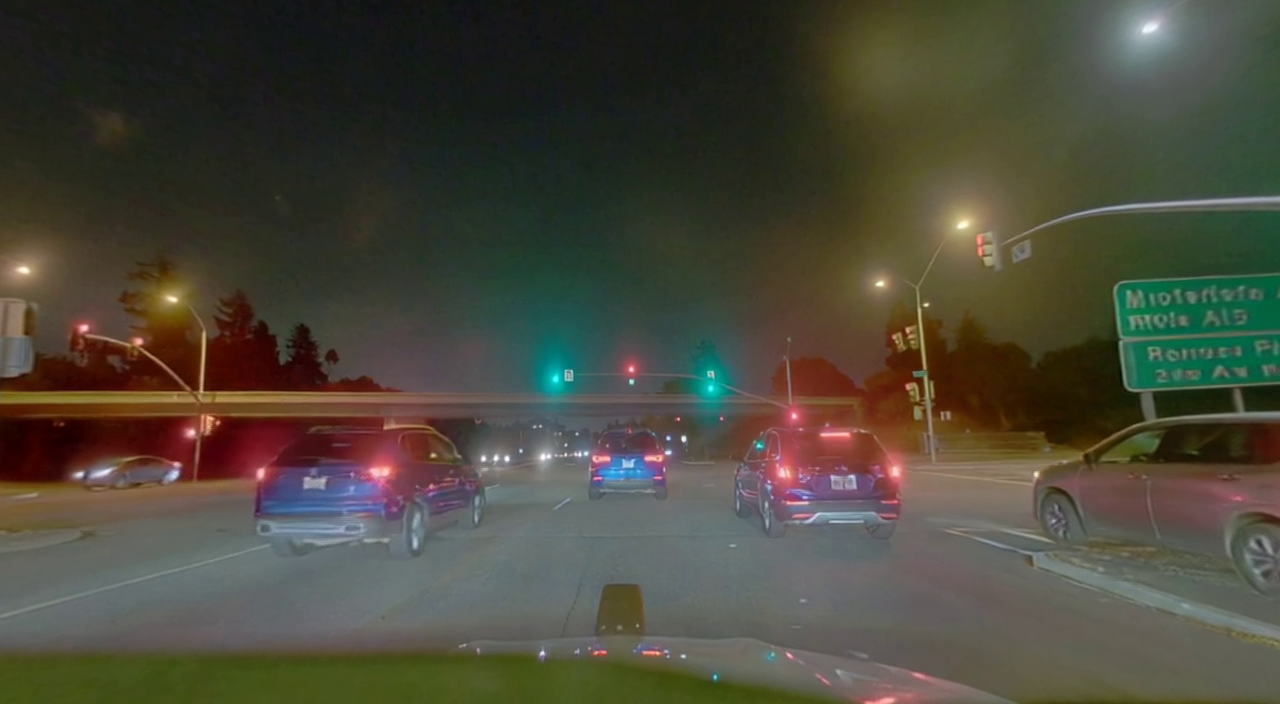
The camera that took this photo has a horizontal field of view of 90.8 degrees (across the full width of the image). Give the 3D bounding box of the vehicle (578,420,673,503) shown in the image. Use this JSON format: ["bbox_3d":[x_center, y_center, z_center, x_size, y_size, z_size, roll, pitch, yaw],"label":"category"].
[{"bbox_3d":[-0.426,3.067,18.124,2.342,2.026,4.642,0,-8,-2],"label":"vehicle"}]

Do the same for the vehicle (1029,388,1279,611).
[{"bbox_3d":[6.226,1.343,6.166,2.074,1.785,4.320,0,-8,0],"label":"vehicle"}]

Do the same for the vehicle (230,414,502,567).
[{"bbox_3d":[-3.727,1.968,9.787,2.060,1.768,4.681,0,-8,1],"label":"vehicle"}]

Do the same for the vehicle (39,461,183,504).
[{"bbox_3d":[-23.065,5.673,27.896,2.044,1.584,5.067,0,-8,-1],"label":"vehicle"}]
